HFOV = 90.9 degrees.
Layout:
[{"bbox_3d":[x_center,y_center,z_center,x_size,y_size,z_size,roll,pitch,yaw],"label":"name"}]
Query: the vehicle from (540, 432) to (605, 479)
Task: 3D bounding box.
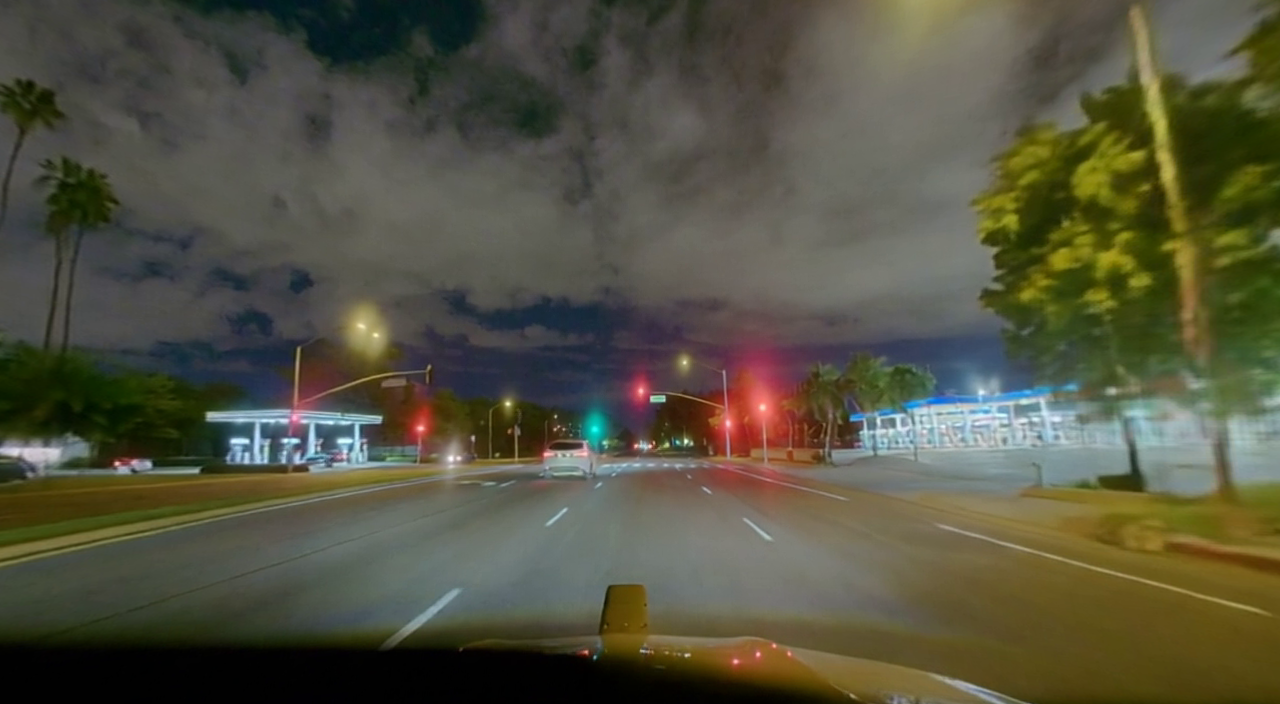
[{"bbox_3d":[-2.642,4.203,25.791,2.011,1.756,4.478,0,-9,2],"label":"vehicle"}]
